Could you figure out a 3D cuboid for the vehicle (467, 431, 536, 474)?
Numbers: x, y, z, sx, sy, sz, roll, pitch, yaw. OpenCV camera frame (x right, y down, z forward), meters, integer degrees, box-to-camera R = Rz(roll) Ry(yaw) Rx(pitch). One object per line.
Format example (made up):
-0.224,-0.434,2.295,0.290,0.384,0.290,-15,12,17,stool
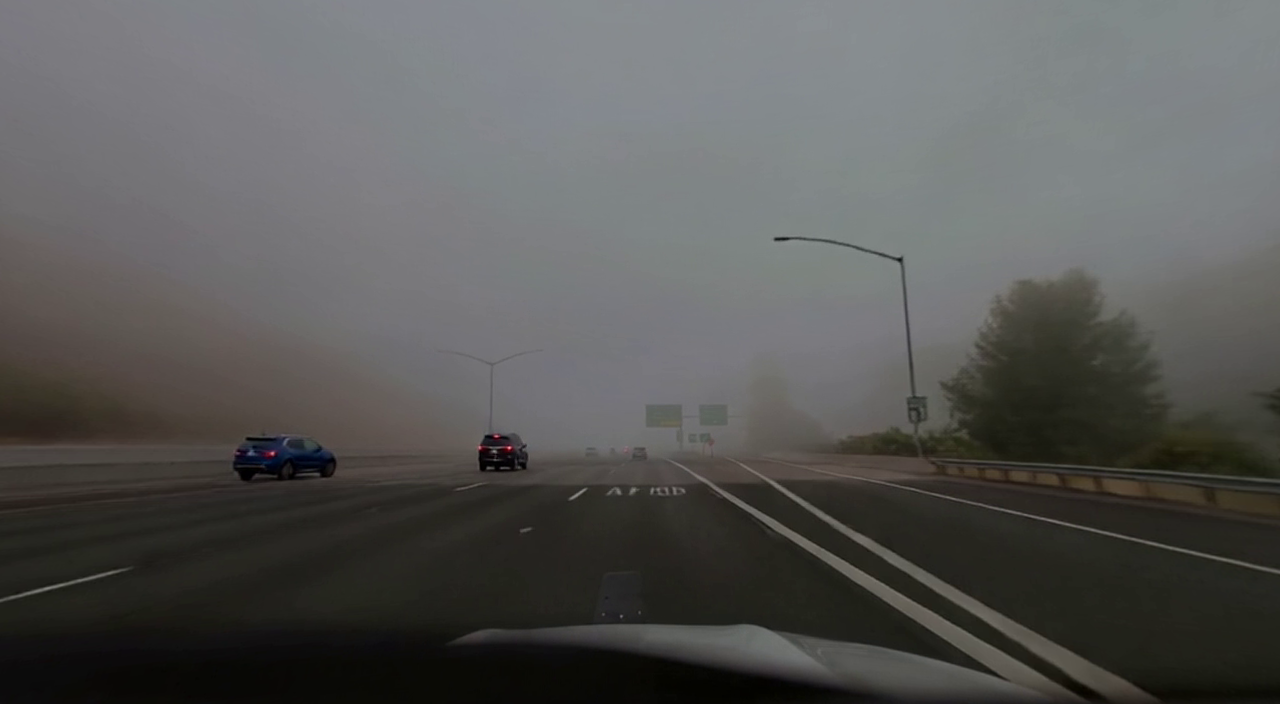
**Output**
-6.696,4.925,30.995,2.219,1.947,4.924,0,-9,1,vehicle

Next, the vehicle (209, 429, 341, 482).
-13.821,3.952,24.294,2.079,1.822,4.893,0,-9,1,vehicle
